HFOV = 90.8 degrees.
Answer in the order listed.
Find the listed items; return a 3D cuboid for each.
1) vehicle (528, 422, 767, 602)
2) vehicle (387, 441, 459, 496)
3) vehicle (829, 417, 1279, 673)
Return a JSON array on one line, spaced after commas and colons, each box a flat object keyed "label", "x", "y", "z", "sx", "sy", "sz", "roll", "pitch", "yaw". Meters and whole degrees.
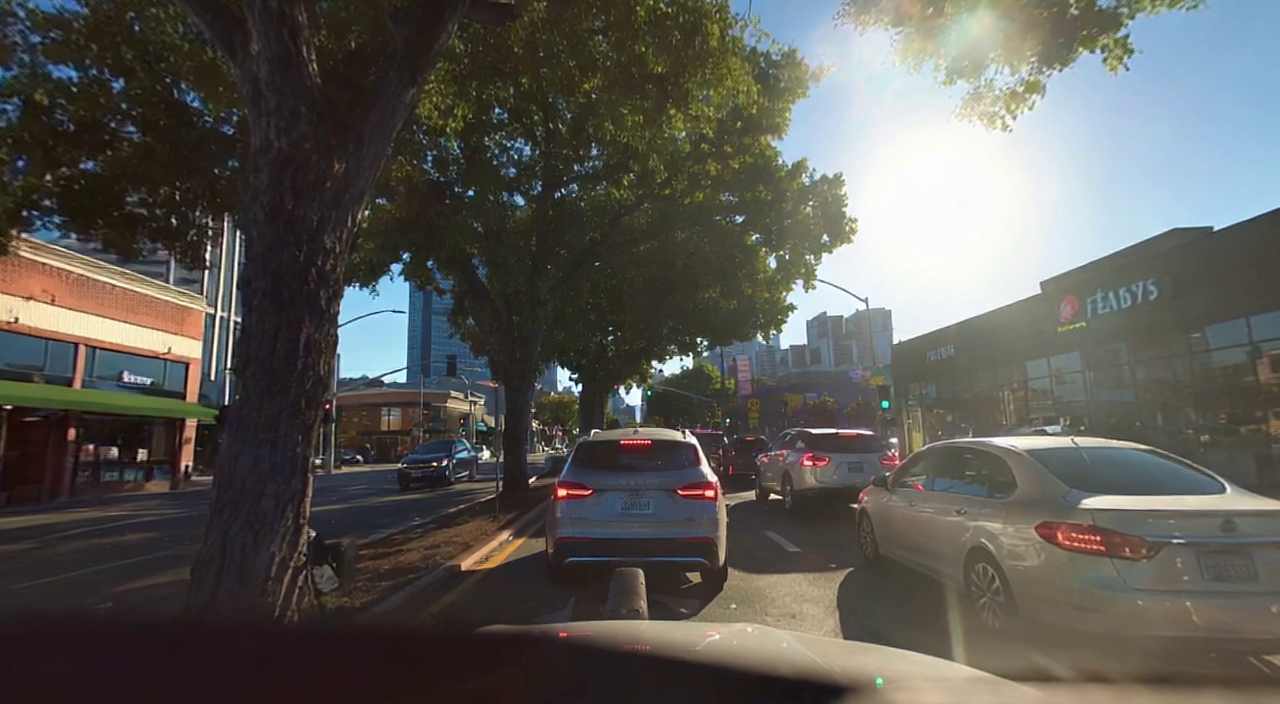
[{"label": "vehicle", "x": 0.042, "y": 1.618, "z": 7.154, "sx": 2.006, "sy": 1.487, "sz": 3.535, "roll": 0, "pitch": -9, "yaw": -1}, {"label": "vehicle", "x": -6.886, "y": 3.670, "z": 20.394, "sx": 1.898, "sy": 1.542, "sz": 4.689, "roll": 2, "pitch": -9, "yaw": -16}, {"label": "vehicle", "x": 3.395, "y": 1.447, "z": 5.859, "sx": 1.988, "sy": 1.480, "sz": 4.195, "roll": 0, "pitch": -9, "yaw": 0}]
